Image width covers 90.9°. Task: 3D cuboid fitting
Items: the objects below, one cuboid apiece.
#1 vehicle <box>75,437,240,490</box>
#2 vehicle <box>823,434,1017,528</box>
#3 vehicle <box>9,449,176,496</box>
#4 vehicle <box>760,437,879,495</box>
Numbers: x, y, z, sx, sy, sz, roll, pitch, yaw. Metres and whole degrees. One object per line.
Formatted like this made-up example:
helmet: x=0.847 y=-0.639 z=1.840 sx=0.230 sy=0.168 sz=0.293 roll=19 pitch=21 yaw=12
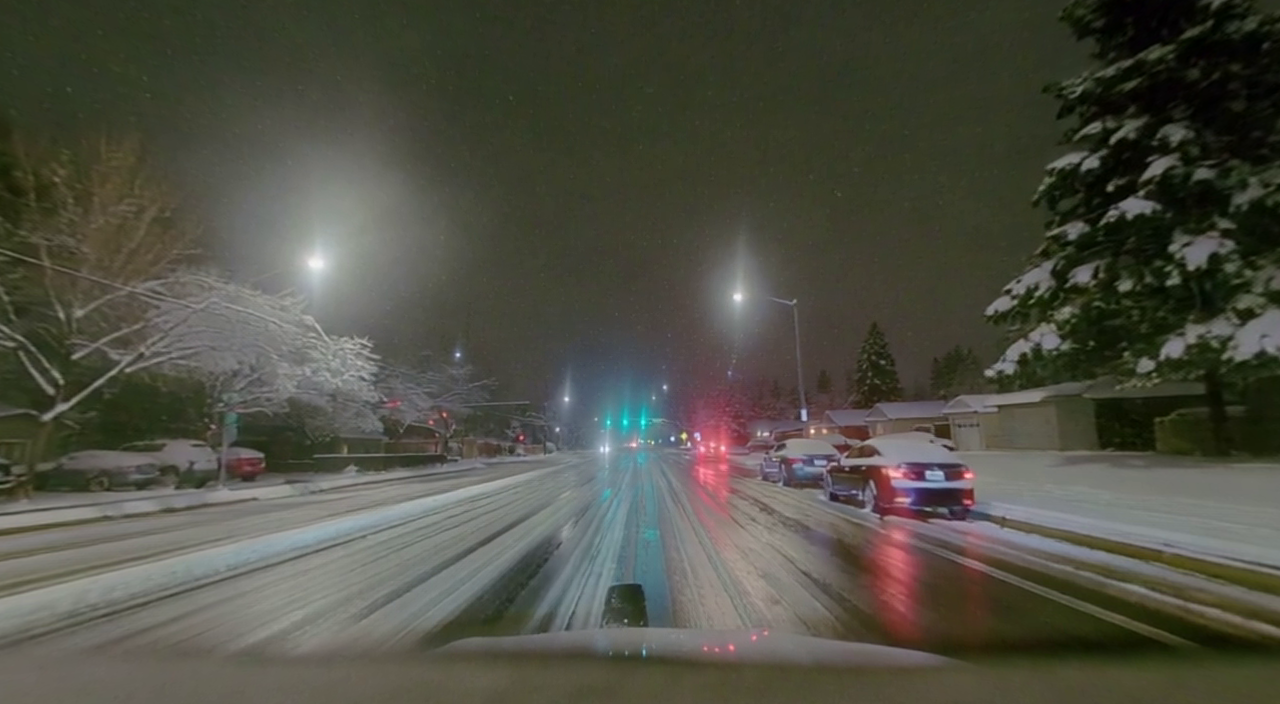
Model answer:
vehicle: x=-19.525 y=4.509 z=25.666 sx=4.852 sy=2.017 sz=2.342 roll=-1 pitch=-9 yaw=4
vehicle: x=5.116 y=2.393 z=12.262 sx=1.895 sy=1.487 sz=4.176 roll=0 pitch=-9 yaw=1
vehicle: x=-19.325 y=4.254 z=22.406 sx=4.145 sy=1.555 sz=1.901 roll=0 pitch=-8 yaw=1
vehicle: x=5.234 y=3.375 z=19.158 sx=1.997 sy=1.521 sz=4.747 roll=0 pitch=-9 yaw=-3
